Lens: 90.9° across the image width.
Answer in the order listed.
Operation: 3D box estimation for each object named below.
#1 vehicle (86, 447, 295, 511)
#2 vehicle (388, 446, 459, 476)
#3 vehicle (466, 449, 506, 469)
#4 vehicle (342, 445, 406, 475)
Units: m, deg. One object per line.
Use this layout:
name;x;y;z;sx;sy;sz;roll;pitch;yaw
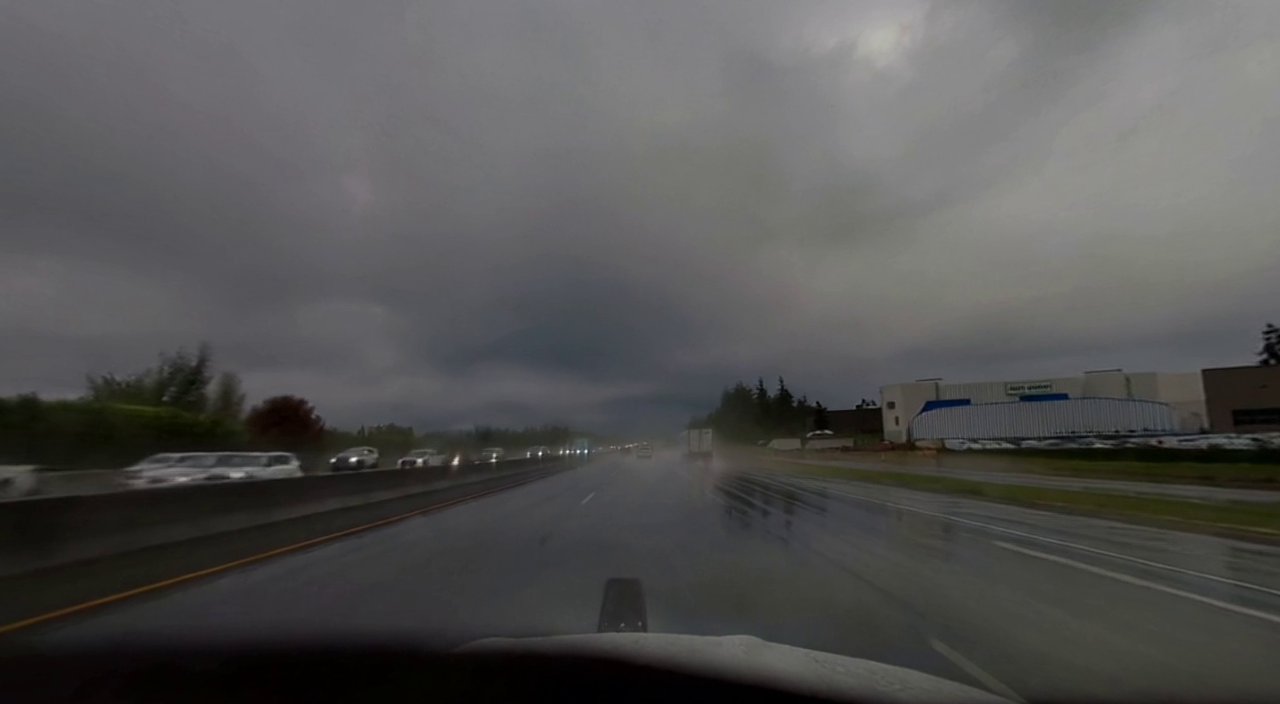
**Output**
vehicle;-11.437;3.227;16.587;1.982;1.420;4.712;0;-9;1
vehicle;-11.531;5.851;33.954;2.025;1.474;4.804;0;-9;1
vehicle;-11.436;7.994;47.054;1.893;1.419;3.812;-1;-9;2
vehicle;-15.238;6.204;36.357;1.841;1.586;4.041;0;-9;1
